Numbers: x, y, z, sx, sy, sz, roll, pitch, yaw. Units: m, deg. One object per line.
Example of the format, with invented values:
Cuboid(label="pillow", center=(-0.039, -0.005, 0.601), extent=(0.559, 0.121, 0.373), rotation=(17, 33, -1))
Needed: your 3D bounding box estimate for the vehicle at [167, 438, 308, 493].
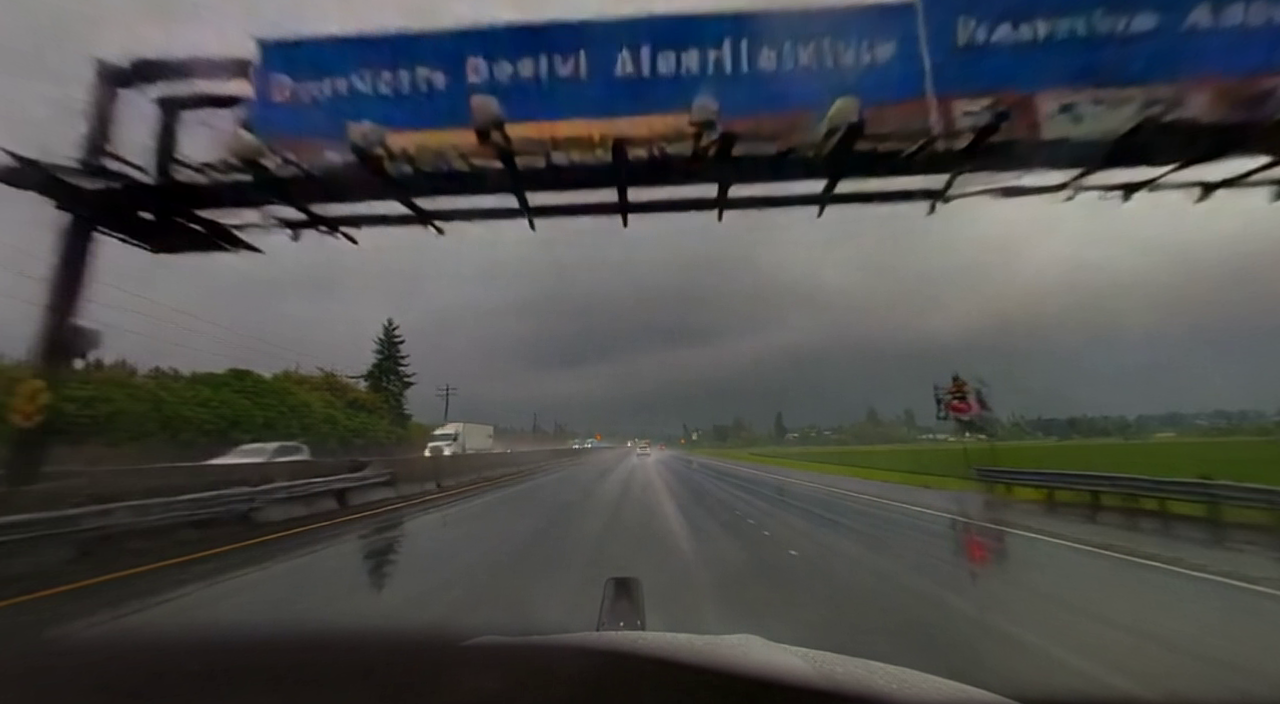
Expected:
Cuboid(label="vehicle", center=(-14.679, 4.145, 23.412), extent=(2.040, 1.827, 4.736), rotation=(0, -9, 0))
